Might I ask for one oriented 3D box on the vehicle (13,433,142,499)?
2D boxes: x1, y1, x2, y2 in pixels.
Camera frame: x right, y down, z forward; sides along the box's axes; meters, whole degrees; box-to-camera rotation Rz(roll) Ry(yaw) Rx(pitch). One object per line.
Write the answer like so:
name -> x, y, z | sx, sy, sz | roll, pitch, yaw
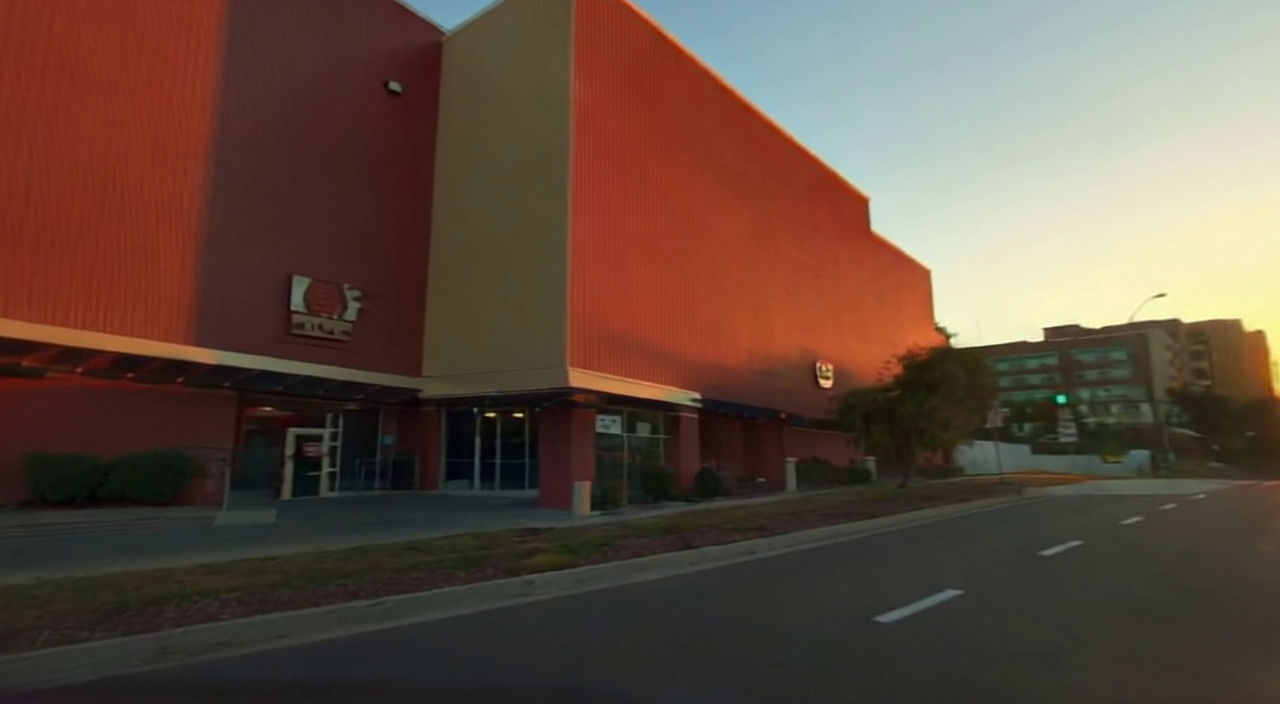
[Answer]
vehicle -> -16.712, 3.261, 18.814 | 2.449, 1.666, 5.035 | 7, -10, -41
